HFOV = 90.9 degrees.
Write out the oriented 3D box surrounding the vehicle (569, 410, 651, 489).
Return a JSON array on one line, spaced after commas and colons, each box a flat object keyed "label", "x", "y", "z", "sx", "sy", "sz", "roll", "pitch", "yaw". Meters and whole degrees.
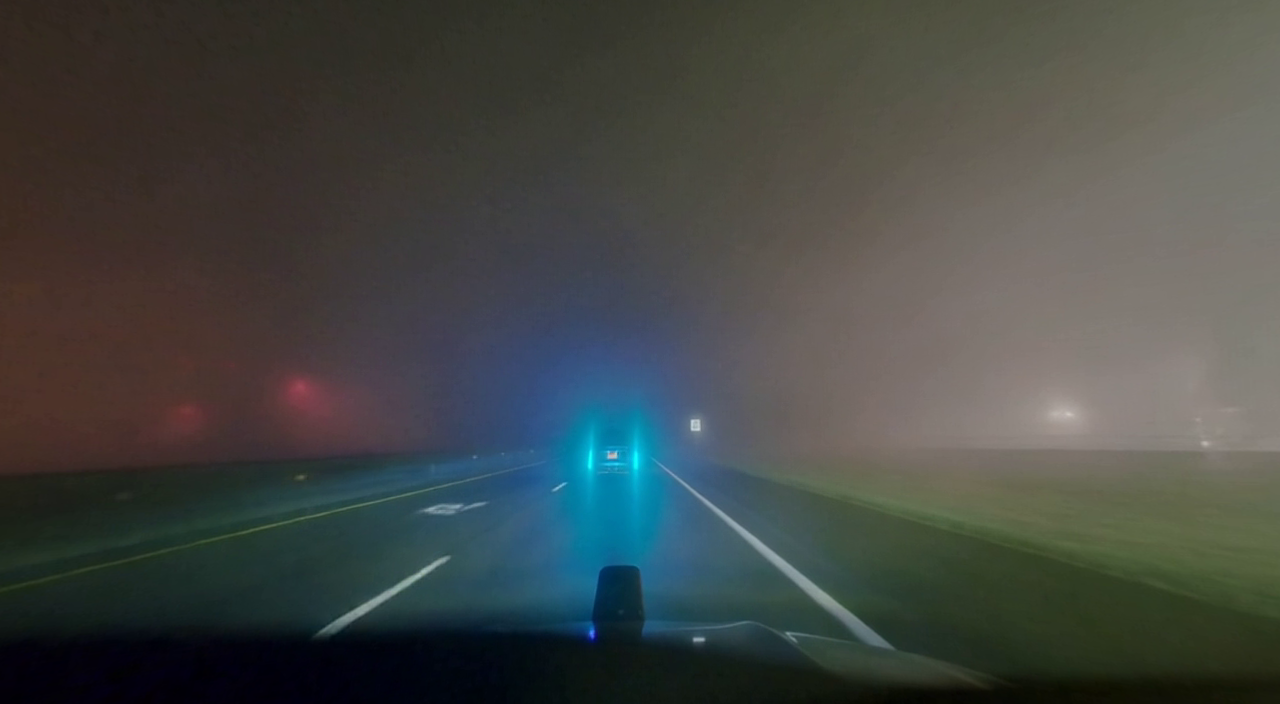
[{"label": "vehicle", "x": -0.885, "y": 3.039, "z": 19.870, "sx": 2.248, "sy": 2.154, "sz": 4.892, "roll": 0, "pitch": -8, "yaw": -1}]
